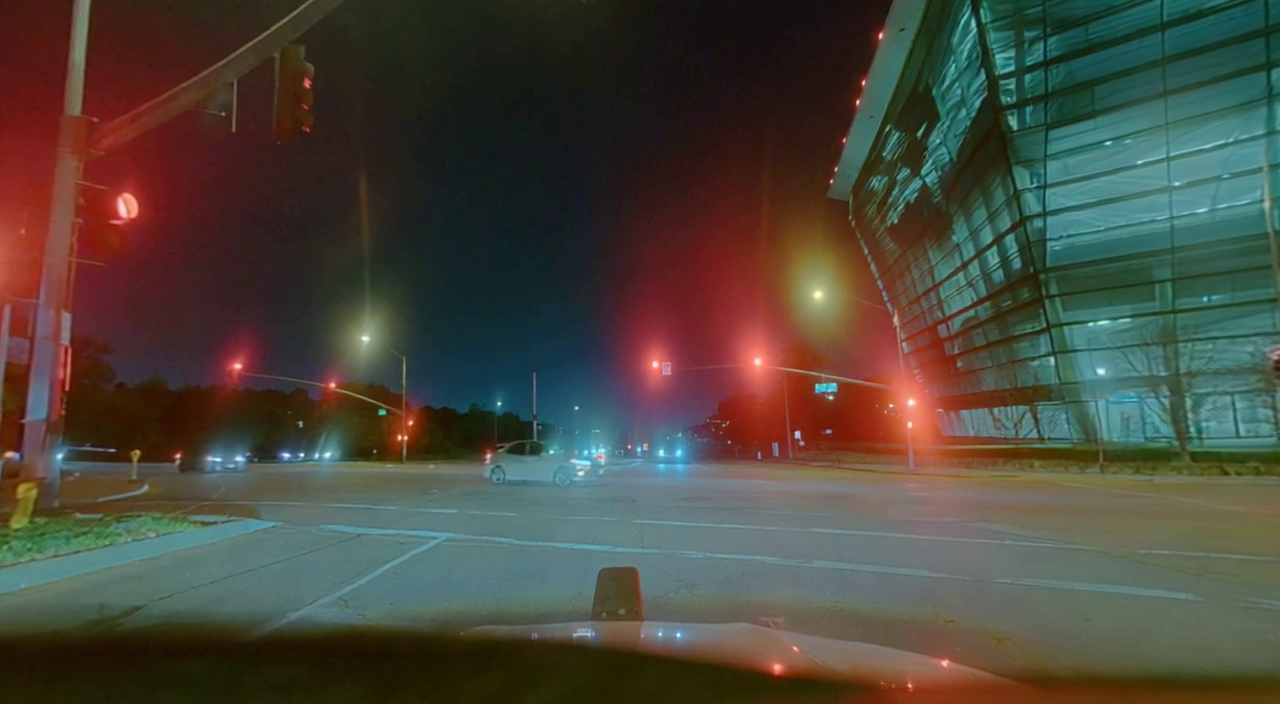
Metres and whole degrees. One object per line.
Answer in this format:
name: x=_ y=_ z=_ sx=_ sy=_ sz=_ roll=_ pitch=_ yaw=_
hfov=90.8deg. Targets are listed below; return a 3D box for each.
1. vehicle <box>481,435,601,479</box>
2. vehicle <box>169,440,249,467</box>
vehicle: x=-4.035 y=4.200 z=25.417 sx=4.698 sy=1.609 sz=1.975 roll=-6 pitch=-10 yaw=35
vehicle: x=-24.868 y=5.849 z=36.392 sx=4.798 sy=1.461 sz=1.939 roll=-6 pitch=-10 yaw=32
